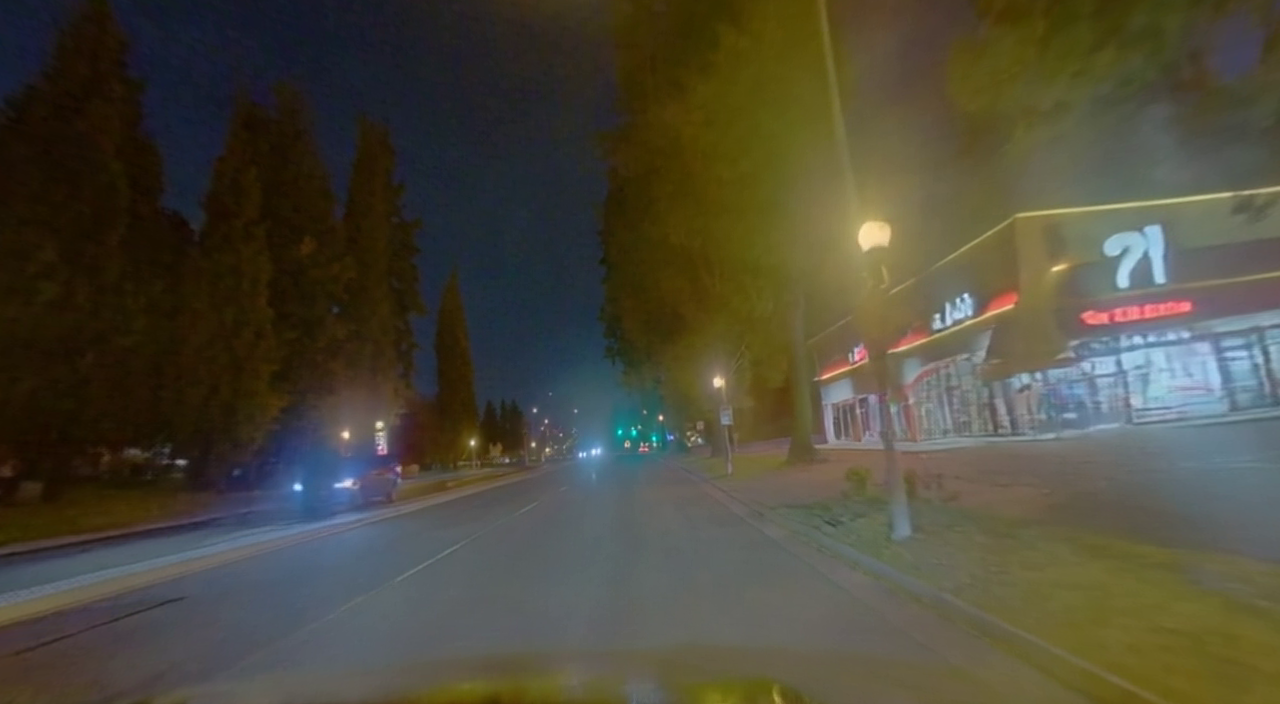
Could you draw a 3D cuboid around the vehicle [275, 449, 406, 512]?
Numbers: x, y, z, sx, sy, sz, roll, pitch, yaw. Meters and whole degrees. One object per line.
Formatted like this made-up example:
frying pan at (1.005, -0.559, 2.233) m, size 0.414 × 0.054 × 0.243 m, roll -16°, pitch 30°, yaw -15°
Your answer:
vehicle at (-9.170, 3.921, 19.839) m, size 2.050 × 1.721 × 4.369 m, roll 0°, pitch -8°, yaw -1°
